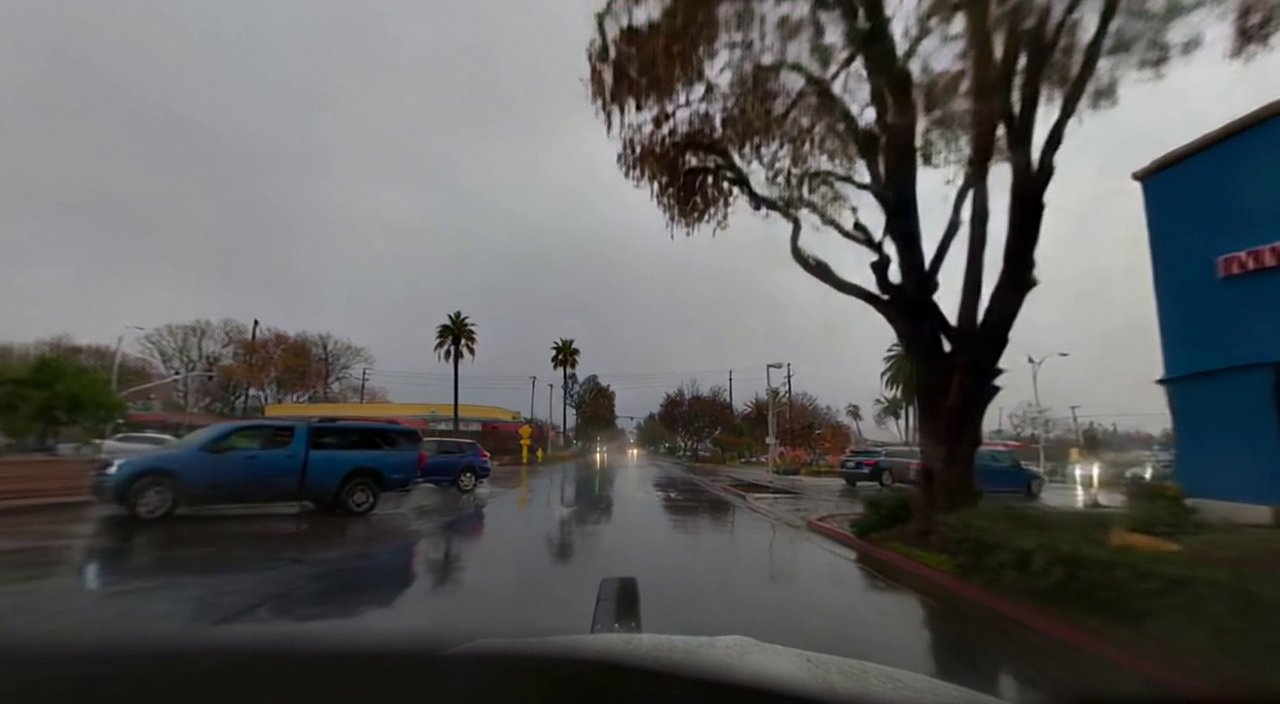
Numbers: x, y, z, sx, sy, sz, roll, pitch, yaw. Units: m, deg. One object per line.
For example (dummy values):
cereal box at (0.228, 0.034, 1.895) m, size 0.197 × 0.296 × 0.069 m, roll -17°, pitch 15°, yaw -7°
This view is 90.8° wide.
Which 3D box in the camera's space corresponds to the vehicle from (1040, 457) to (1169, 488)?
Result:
vehicle at (24.903, 6.441, 34.114) m, size 1.785 × 1.539 × 5.214 m, roll 7°, pitch -12°, yaw -34°

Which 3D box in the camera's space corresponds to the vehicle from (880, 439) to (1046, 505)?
vehicle at (9.897, 3.636, 19.331) m, size 4.758 × 1.759 × 2.068 m, roll 5°, pitch -11°, yaw -28°

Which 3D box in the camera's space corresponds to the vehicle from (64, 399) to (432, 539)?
vehicle at (-6.312, 1.906, 10.769) m, size 4.787 × 1.867 × 2.092 m, roll 6°, pitch -10°, yaw -34°
